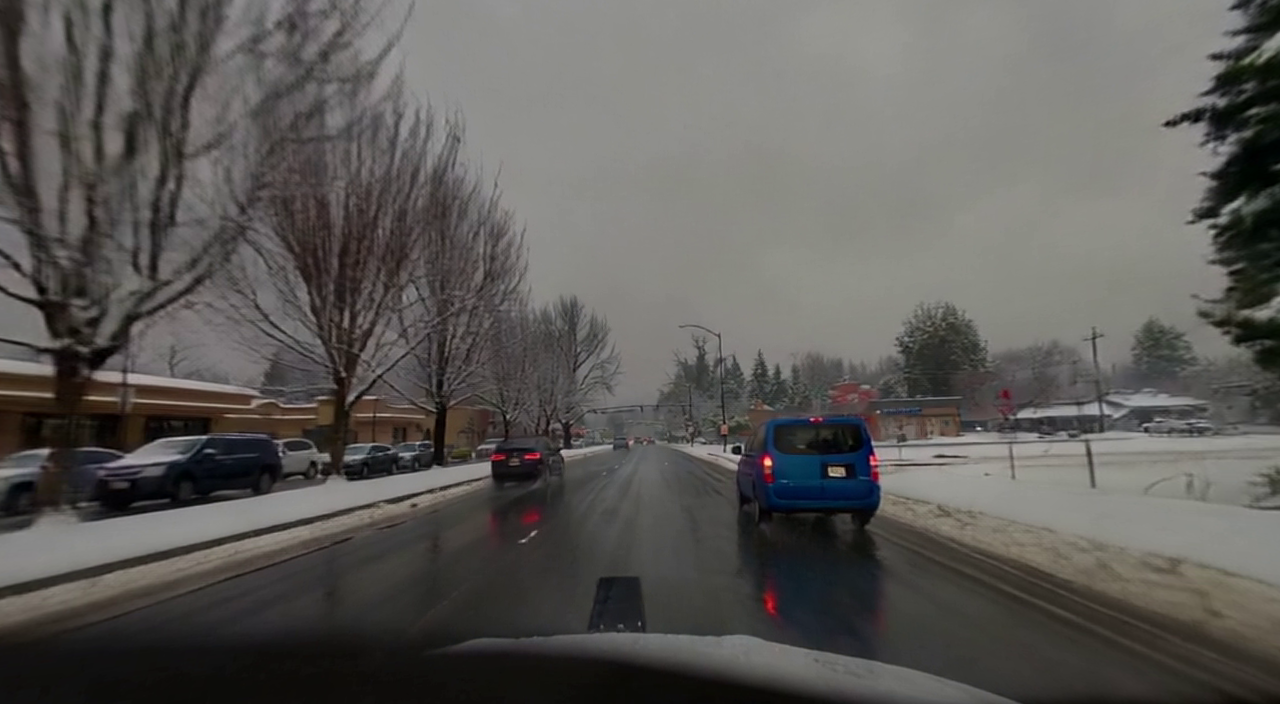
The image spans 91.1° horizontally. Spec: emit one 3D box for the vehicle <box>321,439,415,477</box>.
[{"bbox_3d":[-11.469,4.494,26.875,1.959,1.488,4.390,0,-8,1],"label":"vehicle"}]

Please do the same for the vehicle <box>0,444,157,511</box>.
[{"bbox_3d":[-15.250,3.185,16.498,1.900,1.509,4.104,0,-8,-2],"label":"vehicle"}]

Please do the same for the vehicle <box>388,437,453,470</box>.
[{"bbox_3d":[-11.526,5.351,33.300,1.852,1.621,4.166,0,-8,1],"label":"vehicle"}]

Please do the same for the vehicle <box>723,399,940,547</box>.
[{"bbox_3d":[2.624,1.795,9.955,2.293,1.779,4.457,-1,-8,4],"label":"vehicle"}]

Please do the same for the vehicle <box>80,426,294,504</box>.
[{"bbox_3d":[-11.922,2.991,17.111,2.117,1.787,4.917,0,-8,0],"label":"vehicle"}]

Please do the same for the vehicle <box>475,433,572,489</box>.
[{"bbox_3d":[-3.347,3.224,18.959,1.966,1.481,4.385,0,-8,2],"label":"vehicle"}]
